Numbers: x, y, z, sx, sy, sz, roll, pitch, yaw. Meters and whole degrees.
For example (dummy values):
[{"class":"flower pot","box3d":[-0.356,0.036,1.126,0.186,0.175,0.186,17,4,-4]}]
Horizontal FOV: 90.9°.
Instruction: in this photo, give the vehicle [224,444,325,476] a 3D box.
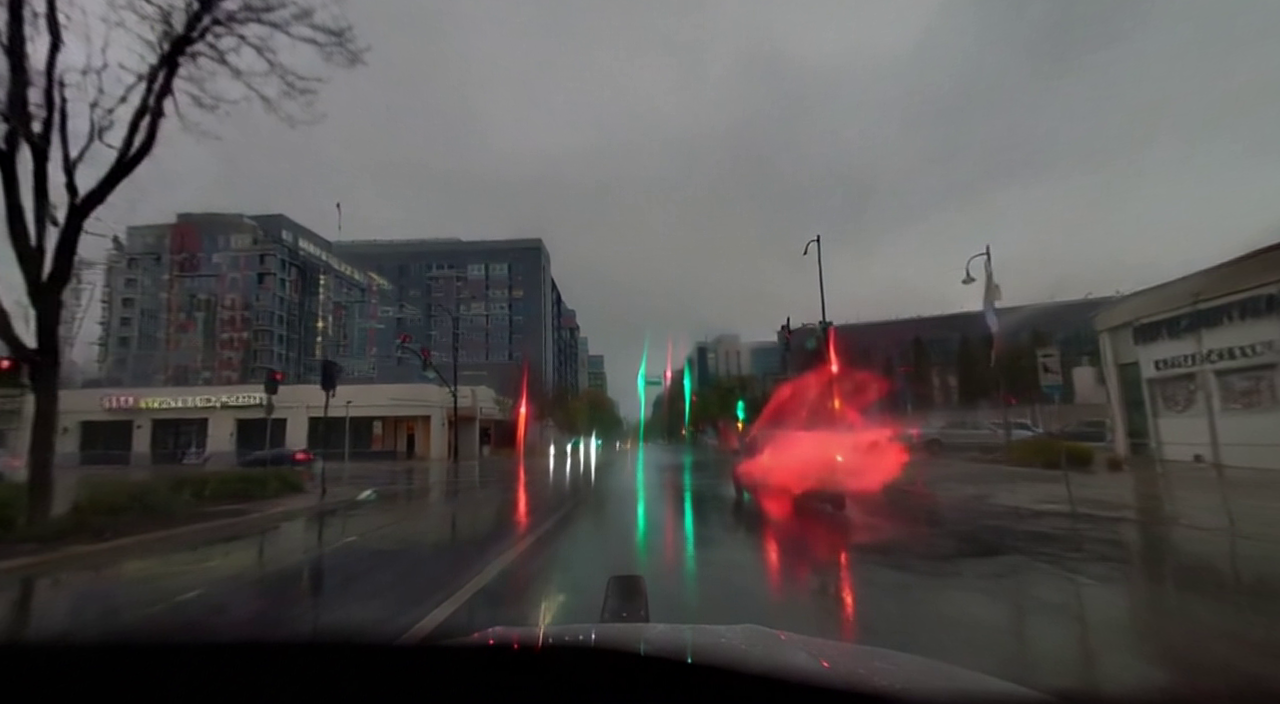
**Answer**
[{"class":"vehicle","box3d":[-18.822,5.548,32.537,4.037,1.562,2.099,-2,-8,12]}]

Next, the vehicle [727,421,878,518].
[{"class":"vehicle","box3d":[2.964,2.223,12.427,1.947,1.576,3.825,0,-8,0]}]

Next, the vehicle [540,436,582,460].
[{"class":"vehicle","box3d":[-5.817,7.152,46.970,1.972,1.693,4.516,-1,-8,7]}]

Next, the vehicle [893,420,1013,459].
[{"class":"vehicle","box3d":[14.755,4.158,29.941,4.611,1.778,1.939,0,-8,0]}]
